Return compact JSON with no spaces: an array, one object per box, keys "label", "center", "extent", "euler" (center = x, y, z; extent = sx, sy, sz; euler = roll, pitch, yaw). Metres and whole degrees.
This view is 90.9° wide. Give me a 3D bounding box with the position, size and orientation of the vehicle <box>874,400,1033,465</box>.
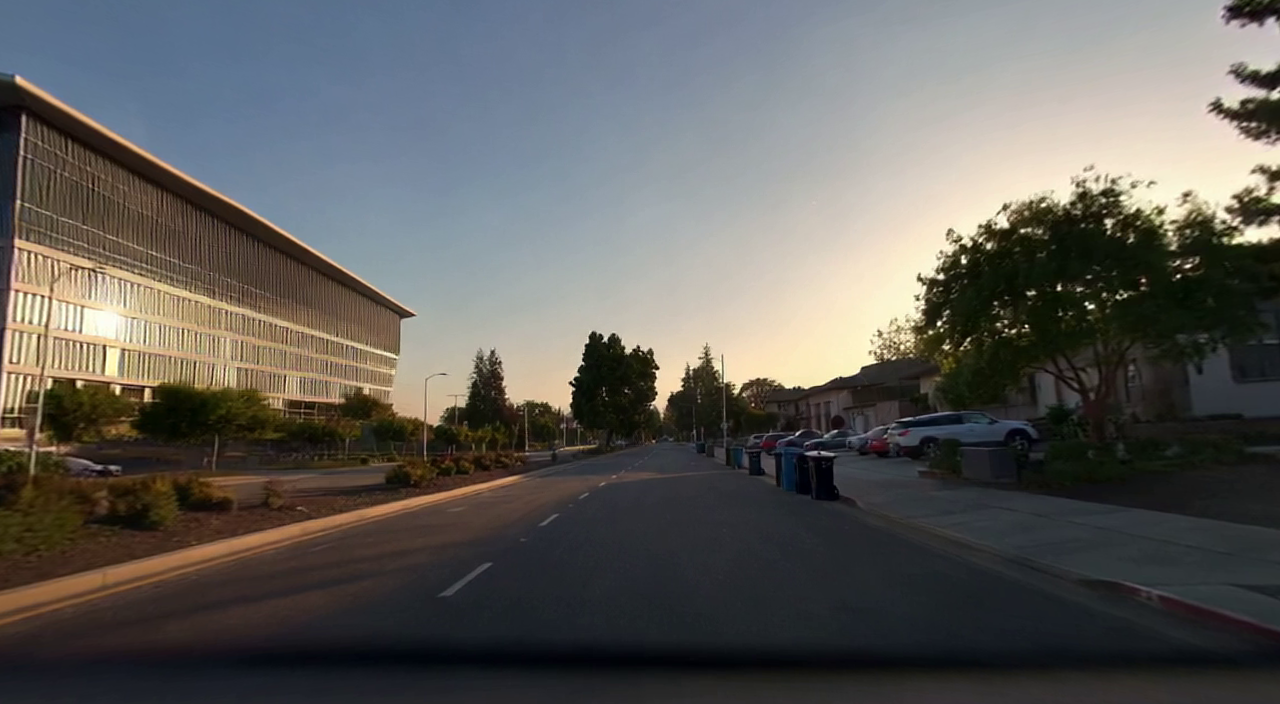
[{"label":"vehicle","center":[12.625,3.319,25.708],"extent":[5.136,1.945,2.153],"euler":[-7,-9,3]}]
